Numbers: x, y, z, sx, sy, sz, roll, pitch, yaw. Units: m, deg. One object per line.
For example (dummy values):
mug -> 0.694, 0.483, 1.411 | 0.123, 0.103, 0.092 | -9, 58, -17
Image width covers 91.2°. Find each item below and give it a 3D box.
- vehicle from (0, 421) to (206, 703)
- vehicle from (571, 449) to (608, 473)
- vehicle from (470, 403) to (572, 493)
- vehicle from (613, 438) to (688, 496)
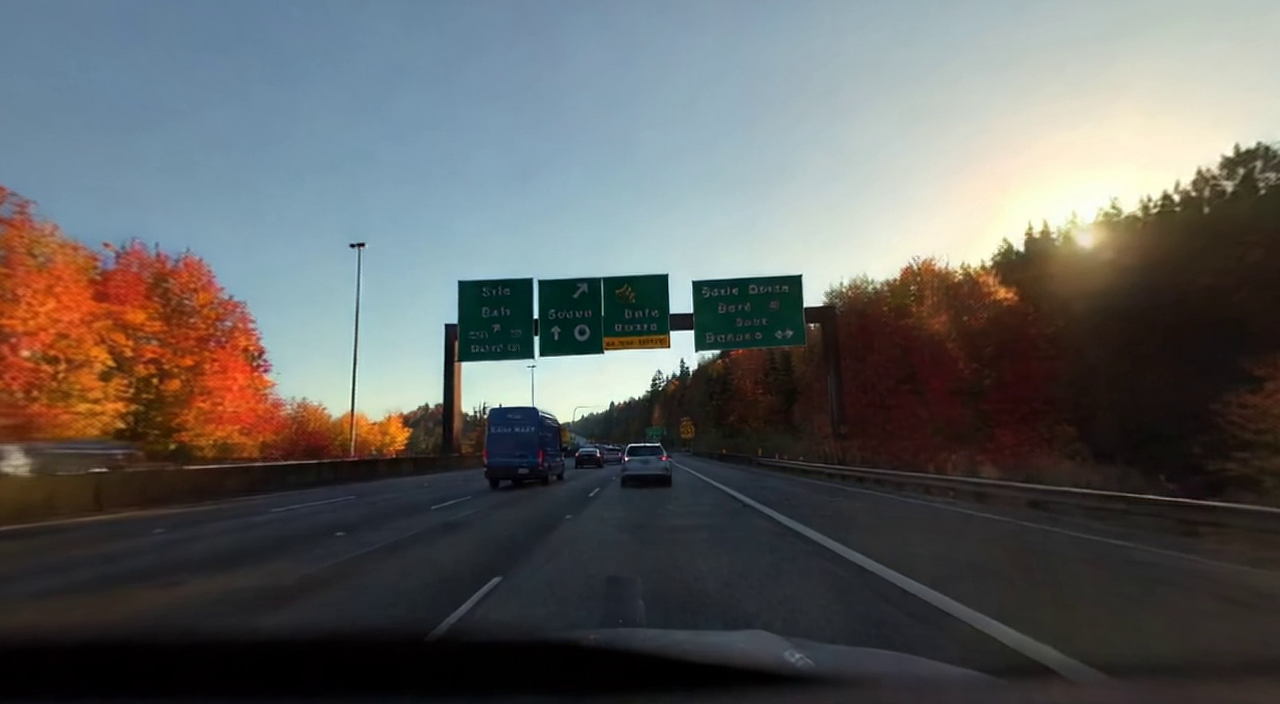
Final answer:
vehicle -> -3.834, 0.944, 2.029 | 1.977, 1.485, 3.973 | 0, -9, 0
vehicle -> -3.228, 7.052, 40.778 | 2.015, 1.496, 4.312 | 0, -9, 1
vehicle -> -3.918, 3.366, 22.001 | 2.275, 2.692, 5.810 | -1, -9, 2
vehicle -> 0.362, 3.688, 20.418 | 2.195, 1.679, 4.070 | -1, -9, 2
